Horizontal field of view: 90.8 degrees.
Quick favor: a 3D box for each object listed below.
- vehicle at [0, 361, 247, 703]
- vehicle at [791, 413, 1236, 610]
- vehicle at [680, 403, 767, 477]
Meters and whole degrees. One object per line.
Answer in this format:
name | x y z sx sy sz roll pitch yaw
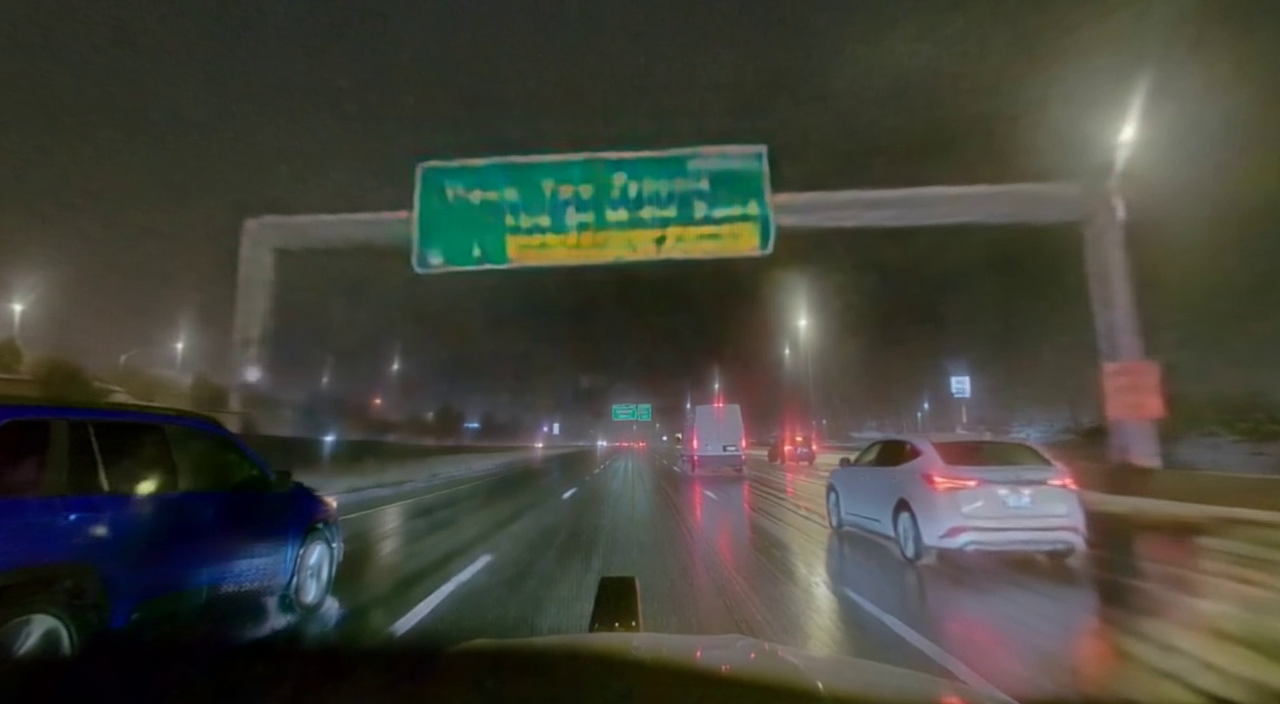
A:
vehicle | -3.899 0.817 2.473 2.000 1.646 4.201 0 -8 0
vehicle | 3.525 1.611 7.503 2.108 1.509 5.059 0 -8 -1
vehicle | 3.272 3.742 26.688 2.629 2.718 6.740 0 -8 -1
